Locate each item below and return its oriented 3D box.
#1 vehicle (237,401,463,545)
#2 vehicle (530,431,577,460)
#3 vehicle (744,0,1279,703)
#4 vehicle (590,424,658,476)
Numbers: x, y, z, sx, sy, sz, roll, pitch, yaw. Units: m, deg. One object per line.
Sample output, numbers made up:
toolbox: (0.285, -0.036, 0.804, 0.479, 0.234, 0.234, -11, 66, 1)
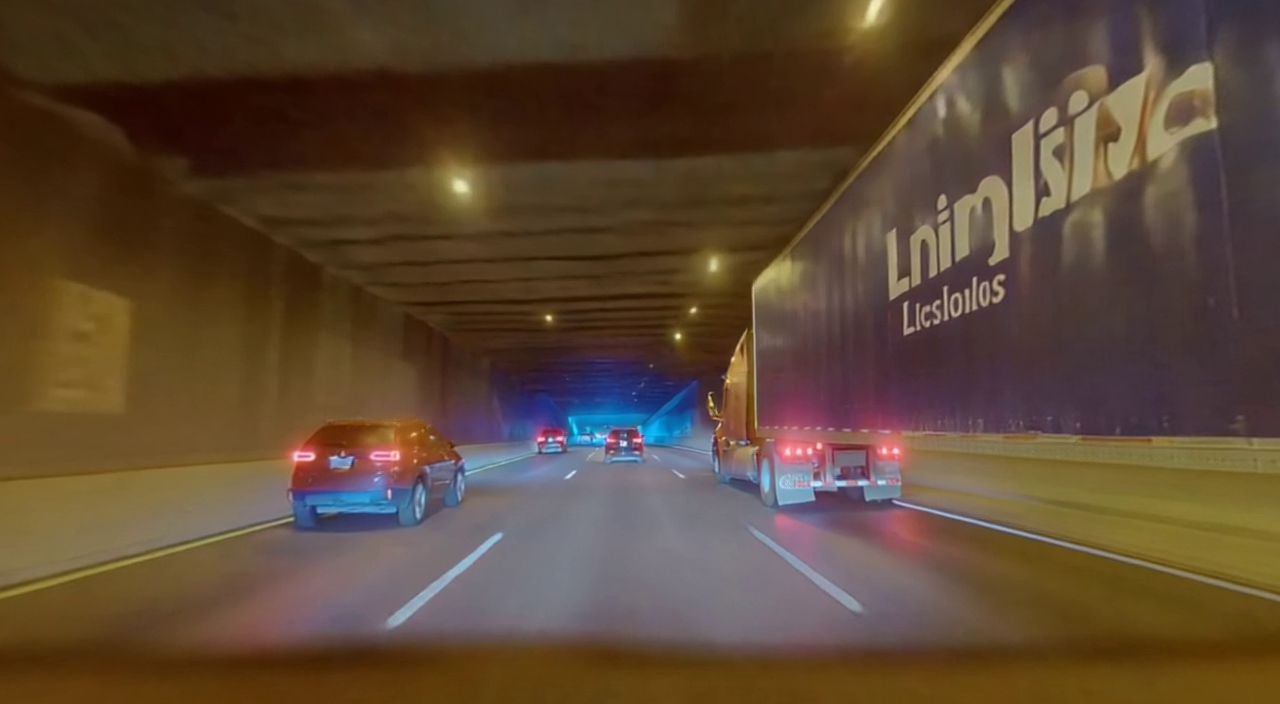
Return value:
vehicle: (-3.840, 1.621, 8.936, 1.826, 1.695, 2.870, 0, -8, -1)
vehicle: (-4.611, 5.052, 34.273, 2.019, 1.435, 4.317, 0, -8, -1)
vehicle: (3.795, 0.101, 6.214, 2.842, 4.108, 14.081, 0, -8, -1)
vehicle: (-0.528, 3.321, 21.561, 2.094, 1.600, 3.666, 0, -8, -1)
